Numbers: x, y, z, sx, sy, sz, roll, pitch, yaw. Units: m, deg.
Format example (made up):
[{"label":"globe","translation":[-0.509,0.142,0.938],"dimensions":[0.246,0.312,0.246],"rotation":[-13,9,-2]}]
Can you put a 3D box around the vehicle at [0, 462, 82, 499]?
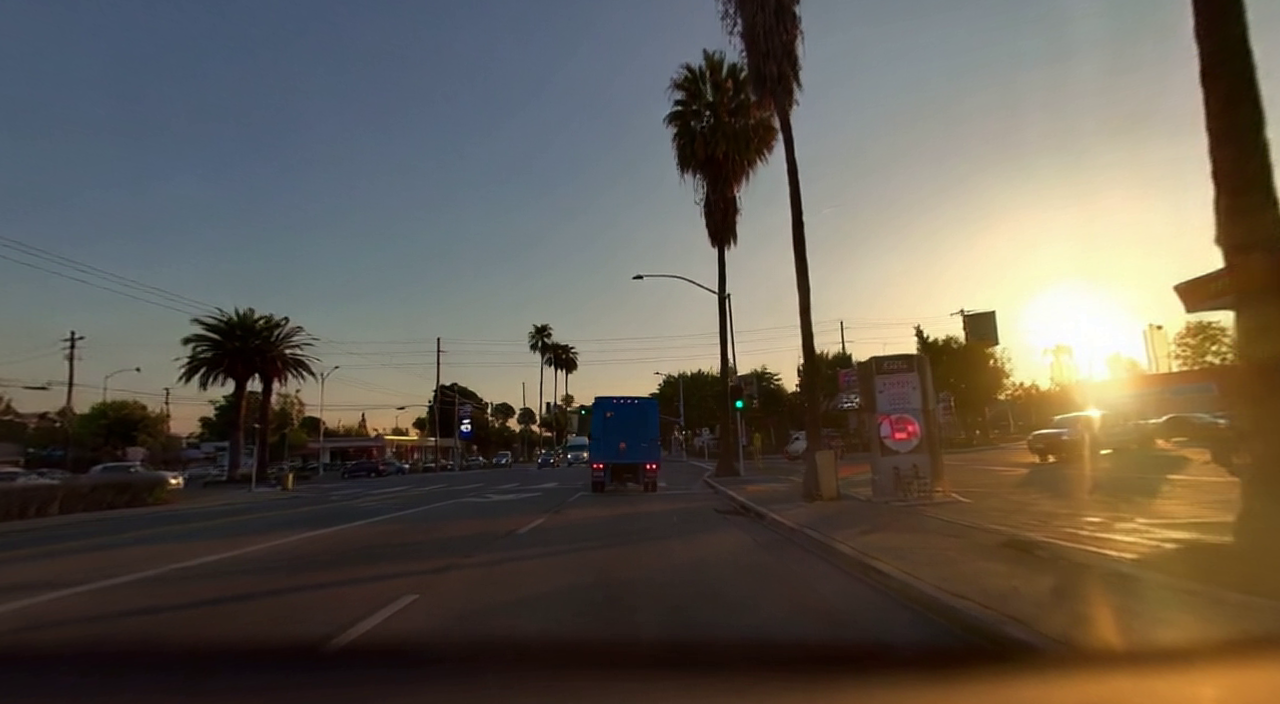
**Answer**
[{"label":"vehicle","translation":[-28.024,5.682,27.968],"dimensions":[4.493,1.453,1.912],"rotation":[4,-9,-27]}]

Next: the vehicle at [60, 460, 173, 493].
[{"label":"vehicle","translation":[-28.044,6.642,34.074],"dimensions":[4.303,1.567,2.021],"rotation":[5,-10,-30]}]

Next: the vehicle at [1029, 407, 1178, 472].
[{"label":"vehicle","translation":[15.822,2.994,21.518],"dimensions":[5.078,1.937,2.326],"rotation":[5,-10,-33]}]

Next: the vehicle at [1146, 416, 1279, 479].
[{"label":"vehicle","translation":[15.186,2.467,16.409],"dimensions":[4.105,1.433,1.931],"rotation":[6,-10,-34]}]

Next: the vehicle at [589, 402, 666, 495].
[{"label":"vehicle","translation":[-0.302,3.504,23.182],"dimensions":[2.463,2.954,5.938],"rotation":[0,-8,2]}]
